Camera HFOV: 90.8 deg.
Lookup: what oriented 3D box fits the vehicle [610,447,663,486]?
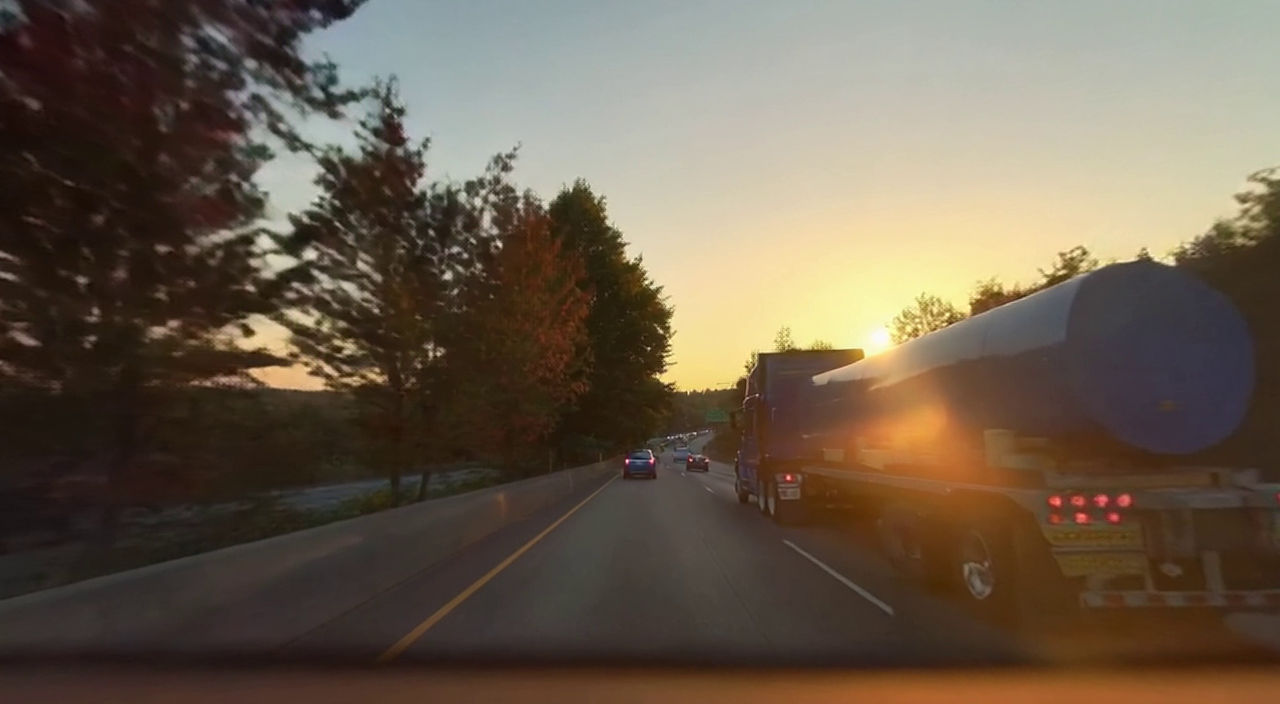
[{"bbox_3d":[-0.121,4.667,25.964,2.003,1.490,3.636,0,-9,0],"label":"vehicle"}]

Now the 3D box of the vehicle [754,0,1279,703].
[{"bbox_3d":[3.937,0.869,8.225,2.694,3.453,11.641,0,-9,0],"label":"vehicle"}]
